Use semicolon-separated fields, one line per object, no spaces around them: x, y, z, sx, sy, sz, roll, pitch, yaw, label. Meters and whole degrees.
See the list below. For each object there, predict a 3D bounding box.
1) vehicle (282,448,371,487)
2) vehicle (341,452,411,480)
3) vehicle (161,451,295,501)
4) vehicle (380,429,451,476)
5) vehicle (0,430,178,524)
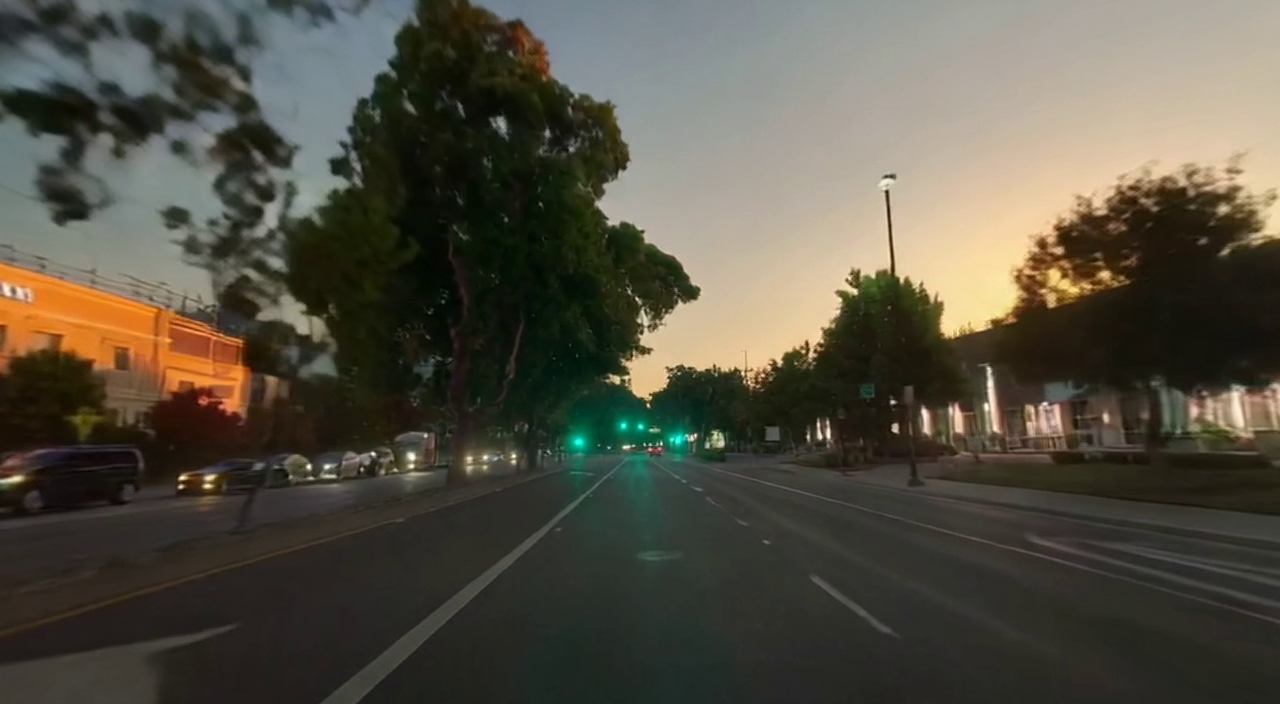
-15.314;5.633;31.251;1.989;1.747;5.019;-1;-9;-2;vehicle
-15.320;6.597;36.955;1.929;1.471;4.919;0;-8;1;vehicle
-15.377;4.603;23.934;1.892;1.624;4.645;0;-8;1;vehicle
-15.267;6.911;43.518;2.335;2.896;6.785;-1;-9;0;vehicle
-15.416;3.248;16.764;2.246;2.081;5.416;-1;-9;-1;vehicle
